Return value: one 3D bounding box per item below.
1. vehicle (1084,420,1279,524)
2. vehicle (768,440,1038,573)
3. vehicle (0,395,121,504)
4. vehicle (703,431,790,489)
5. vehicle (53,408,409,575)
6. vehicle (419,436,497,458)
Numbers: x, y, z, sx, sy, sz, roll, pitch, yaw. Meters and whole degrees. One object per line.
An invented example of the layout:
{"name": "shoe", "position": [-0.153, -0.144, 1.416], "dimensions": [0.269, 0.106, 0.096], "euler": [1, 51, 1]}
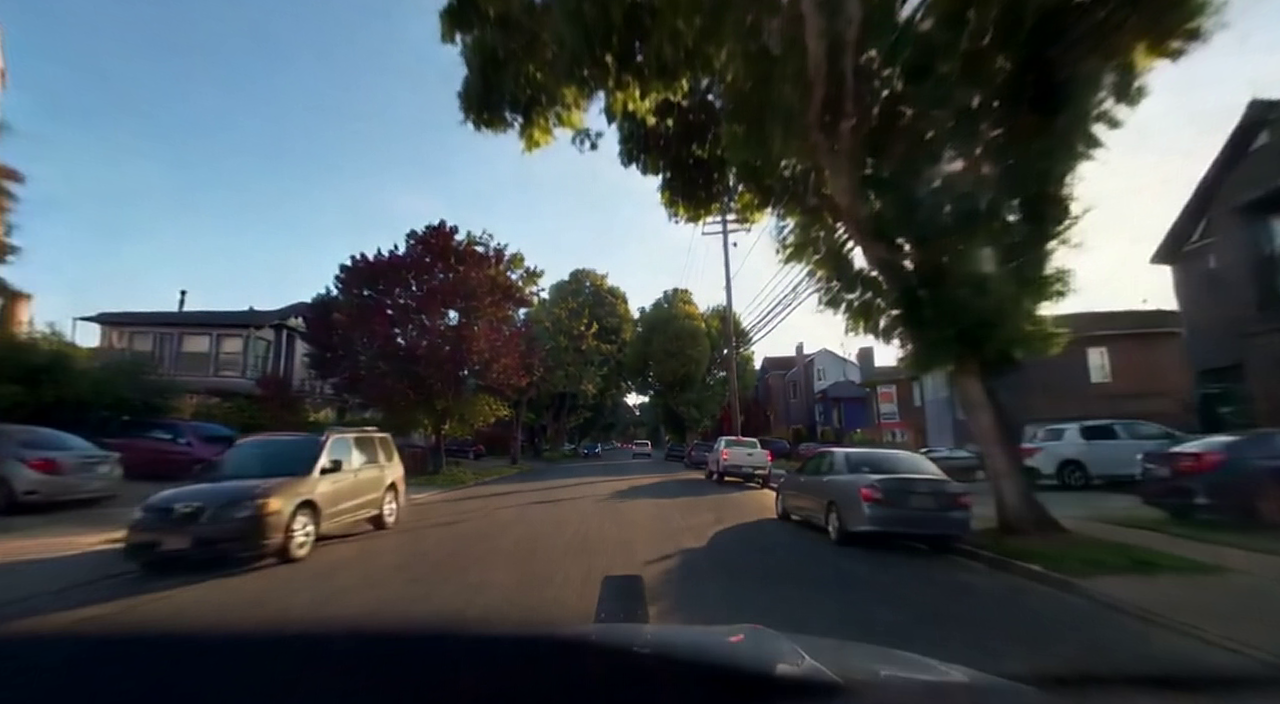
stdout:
{"name": "vehicle", "position": [10.799, 2.005, 10.802], "dimensions": [4.739, 1.576, 2.086], "euler": [0, -9, 3]}
{"name": "vehicle", "position": [3.471, 2.119, 9.644], "dimensions": [2.008, 1.482, 4.891], "euler": [0, -8, 0]}
{"name": "vehicle", "position": [-12.934, 1.671, 11.436], "dimensions": [5.040, 1.756, 2.315], "euler": [2, -8, 3]}
{"name": "vehicle", "position": [3.666, 3.818, 22.738], "dimensions": [2.280, 1.820, 5.001], "euler": [0, -8, 0]}
{"name": "vehicle", "position": [-5.088, 1.789, 8.809], "dimensions": [2.103, 1.731, 4.197], "euler": [0, -9, 0]}
{"name": "vehicle", "position": [-12.665, 6.662, 44.260], "dimensions": [4.792, 1.521, 2.077], "euler": [0, -8, 1]}
